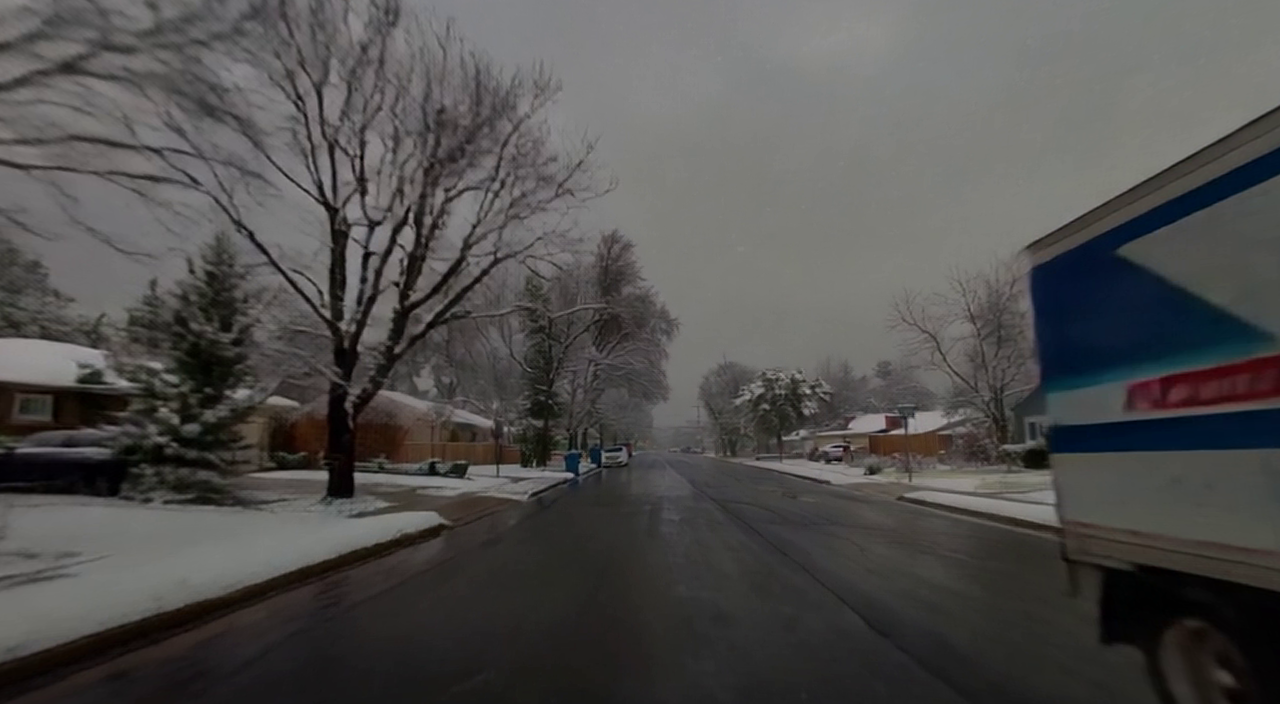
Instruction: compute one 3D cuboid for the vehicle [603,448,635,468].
[{"bbox_3d":[-1.519,7.868,46.986,2.017,1.397,4.004,-1,-8,4],"label":"vehicle"}]
